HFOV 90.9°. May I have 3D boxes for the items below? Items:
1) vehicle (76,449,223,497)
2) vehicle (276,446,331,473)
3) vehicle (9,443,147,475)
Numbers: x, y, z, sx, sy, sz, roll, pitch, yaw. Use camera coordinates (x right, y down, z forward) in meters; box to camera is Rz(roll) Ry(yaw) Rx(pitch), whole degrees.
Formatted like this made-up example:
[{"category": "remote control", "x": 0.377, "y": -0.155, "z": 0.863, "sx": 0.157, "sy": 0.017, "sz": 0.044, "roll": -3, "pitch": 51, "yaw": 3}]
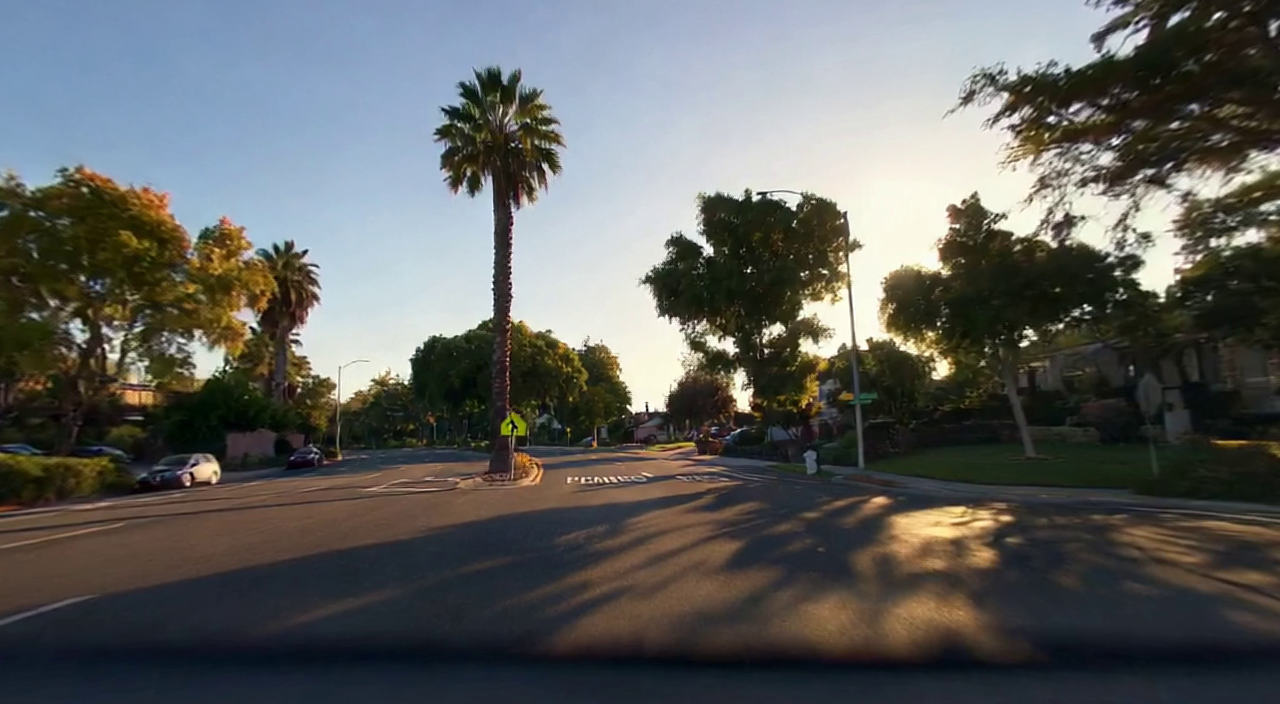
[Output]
[{"category": "vehicle", "x": -17.626, "y": 4.326, "z": 23.030, "sx": 1.997, "sy": 1.514, "sz": 4.632, "roll": 1, "pitch": -8, "yaw": -6}, {"category": "vehicle", "x": -20.580, "y": 6.543, "z": 38.720, "sx": 1.941, "sy": 1.470, "sz": 4.384, "roll": 0, "pitch": -8, "yaw": -14}, {"category": "vehicle", "x": -27.342, "y": 5.195, "z": 30.777, "sx": 4.674, "sy": 1.506, "sz": 2.028, "roll": 0, "pitch": -8, "yaw": -2}]
